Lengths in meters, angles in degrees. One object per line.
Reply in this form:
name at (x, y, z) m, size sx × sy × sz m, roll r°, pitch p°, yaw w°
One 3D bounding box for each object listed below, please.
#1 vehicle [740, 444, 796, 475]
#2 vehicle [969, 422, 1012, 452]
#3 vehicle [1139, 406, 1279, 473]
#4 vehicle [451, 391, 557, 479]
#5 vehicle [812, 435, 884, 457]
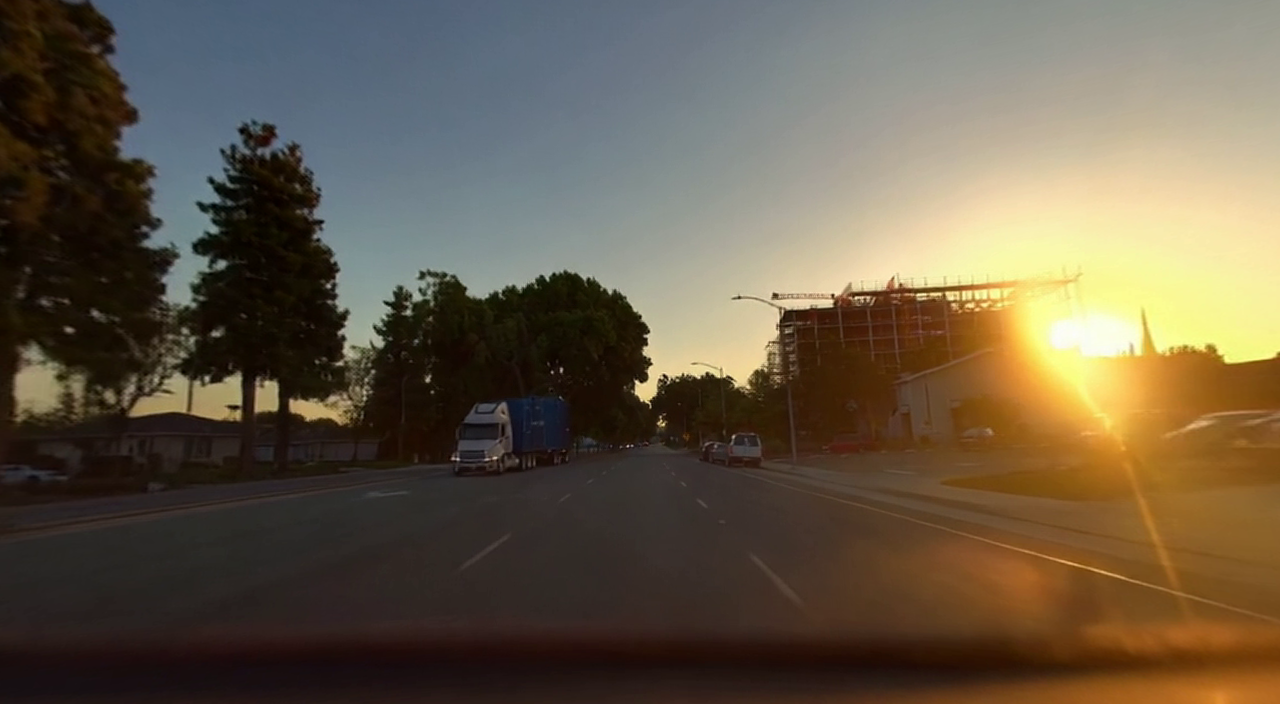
vehicle at (6.667, 5.625, 33.146) m, size 1.933 × 1.488 × 4.736 m, roll 0°, pitch -8°, yaw 0°
vehicle at (23.375, 5.690, 41.753) m, size 2.078 × 1.823 × 5.181 m, roll -5°, pitch -10°, yaw 32°
vehicle at (16.359, 2.328, 16.689) m, size 4.422 × 1.677 × 2.004 m, roll 0°, pitch -8°, yaw -1°
vehicle at (-6.955, 4.591, 34.168) m, size 3.071 × 3.982 × 10.729 m, roll 0°, pitch -8°, yaw 2°
vehicle at (16.063, 7.291, 48.639) m, size 4.775 × 1.610 × 2.147 m, roll 0°, pitch -9°, yaw -2°
